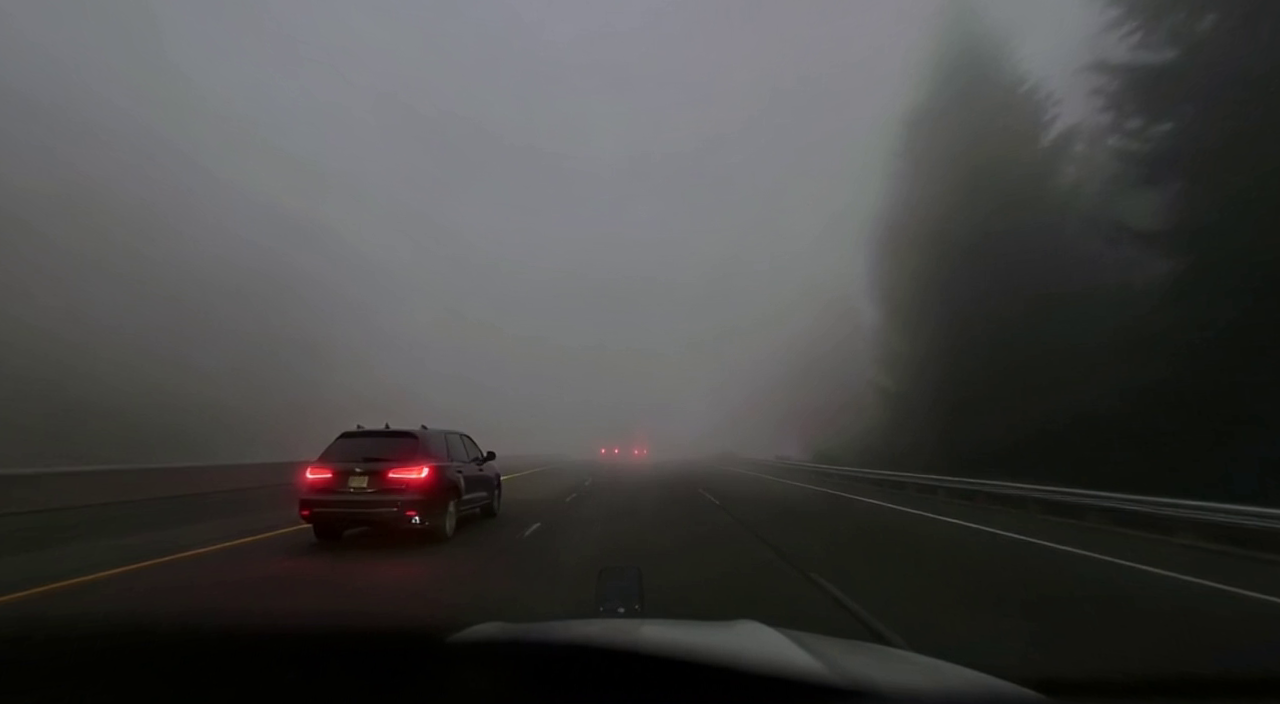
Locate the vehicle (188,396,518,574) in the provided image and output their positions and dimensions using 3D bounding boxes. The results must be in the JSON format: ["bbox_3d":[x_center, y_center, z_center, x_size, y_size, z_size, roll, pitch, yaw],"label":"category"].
[{"bbox_3d":[-3.694,1.862,9.729,2.379,1.918,5.504,0,-8,1],"label":"vehicle"}]
